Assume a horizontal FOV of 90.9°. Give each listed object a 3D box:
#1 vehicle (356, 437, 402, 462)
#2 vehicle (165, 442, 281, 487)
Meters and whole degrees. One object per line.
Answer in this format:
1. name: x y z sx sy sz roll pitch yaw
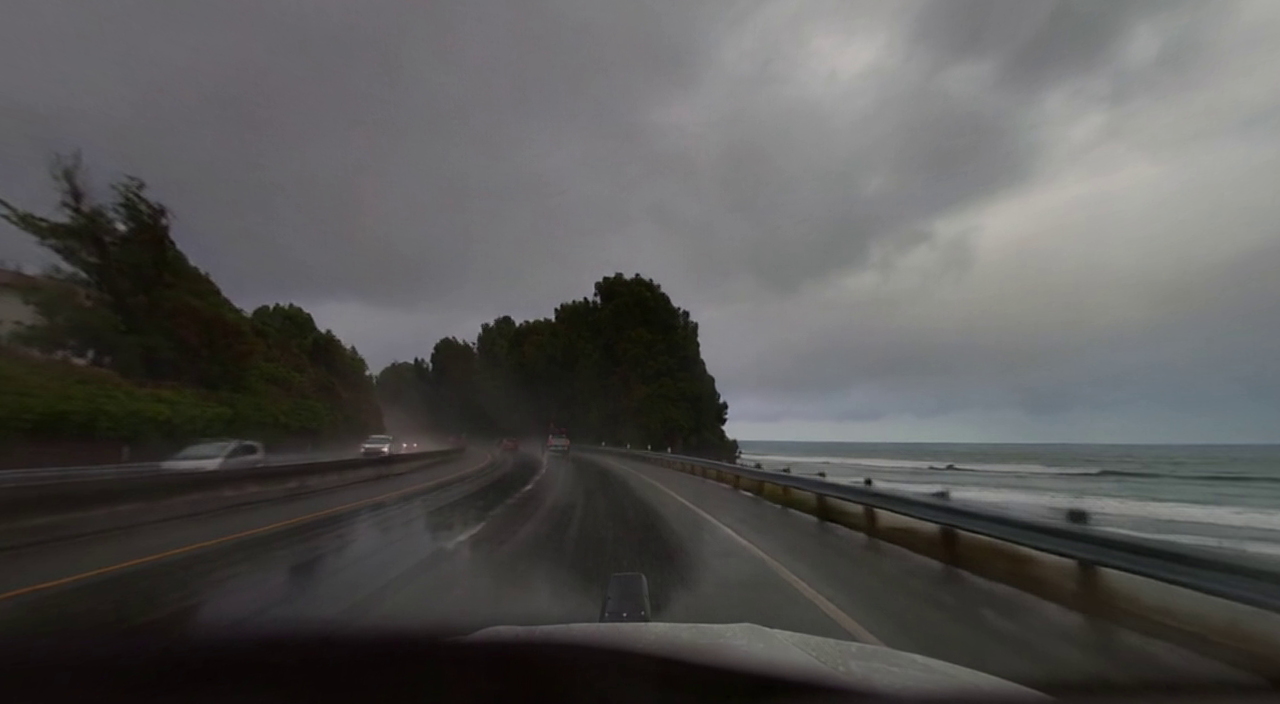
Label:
1. vehicle: -19.401 7.270 47.073 2.276 1.759 4.462 2 -9 -12
2. vehicle: -16.511 4.431 25.292 1.929 1.611 4.479 1 -9 -6
